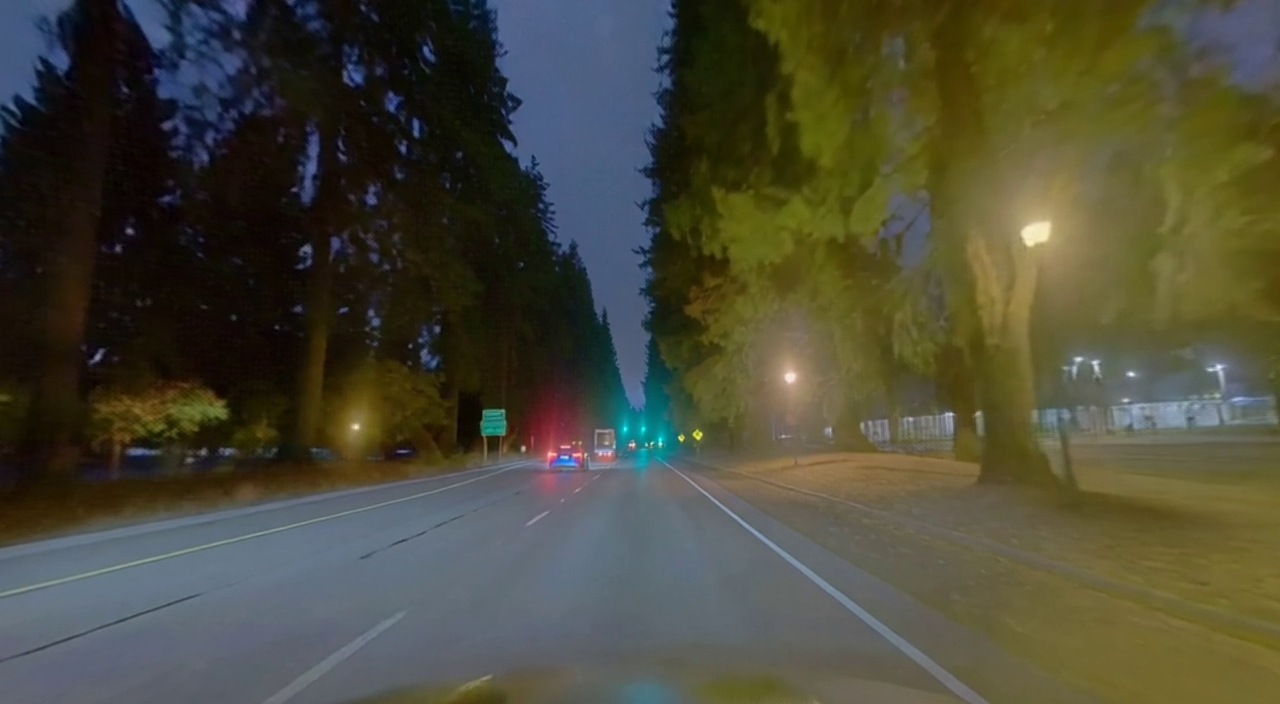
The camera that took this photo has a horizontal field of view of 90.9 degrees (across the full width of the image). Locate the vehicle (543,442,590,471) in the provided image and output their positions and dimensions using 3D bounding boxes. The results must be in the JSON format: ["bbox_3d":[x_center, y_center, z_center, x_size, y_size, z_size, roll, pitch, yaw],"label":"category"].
[{"bbox_3d":[-3.943,5.687,34.569,2.005,1.462,4.345,0,-8,1],"label":"vehicle"}]
